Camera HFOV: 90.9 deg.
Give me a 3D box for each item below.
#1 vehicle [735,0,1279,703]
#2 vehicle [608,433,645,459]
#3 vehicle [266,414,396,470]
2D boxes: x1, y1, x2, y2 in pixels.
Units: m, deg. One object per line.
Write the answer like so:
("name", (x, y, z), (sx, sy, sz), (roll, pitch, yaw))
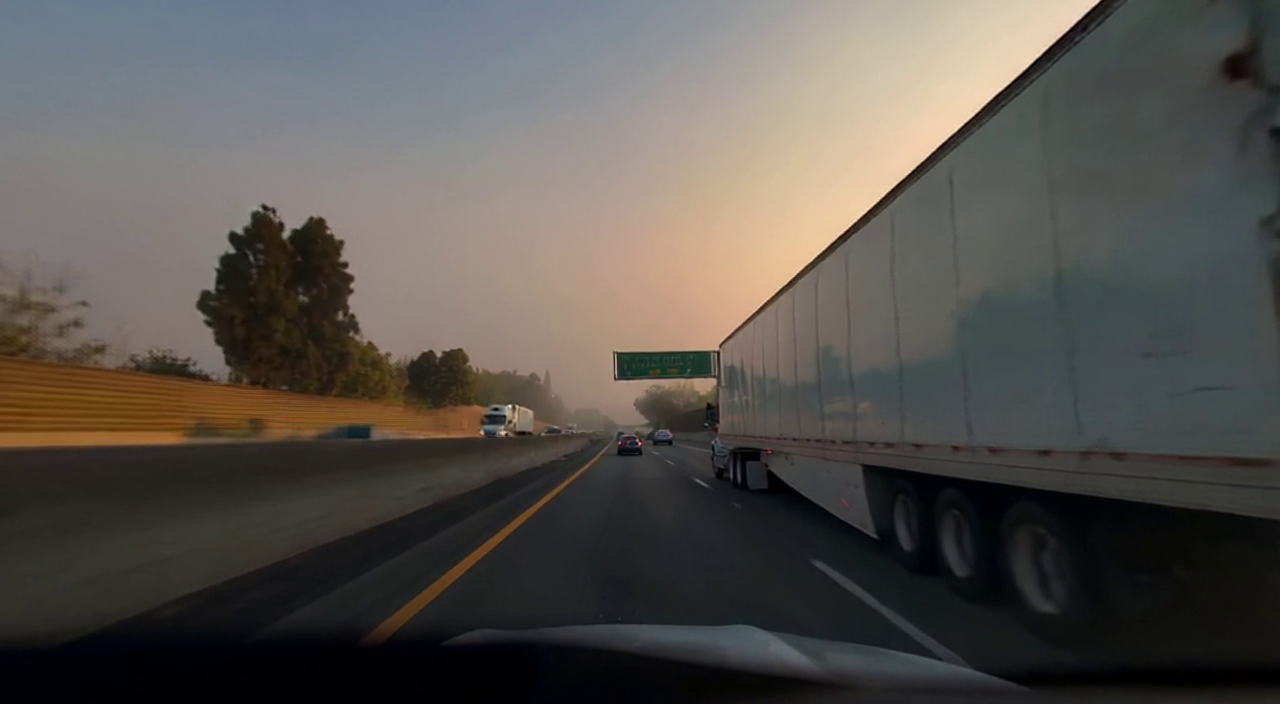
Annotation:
("vehicle", (4.228, 0.594, 9.929), (2.953, 4.045, 13.843), (0, -8, -1))
("vehicle", (-0.811, 5.755, 38.812), (2.119, 1.480, 4.000), (0, -8, -1))
("vehicle", (-9.480, 2.808, 19.777), (2.019, 1.536, 4.191), (0, -8, -1))
